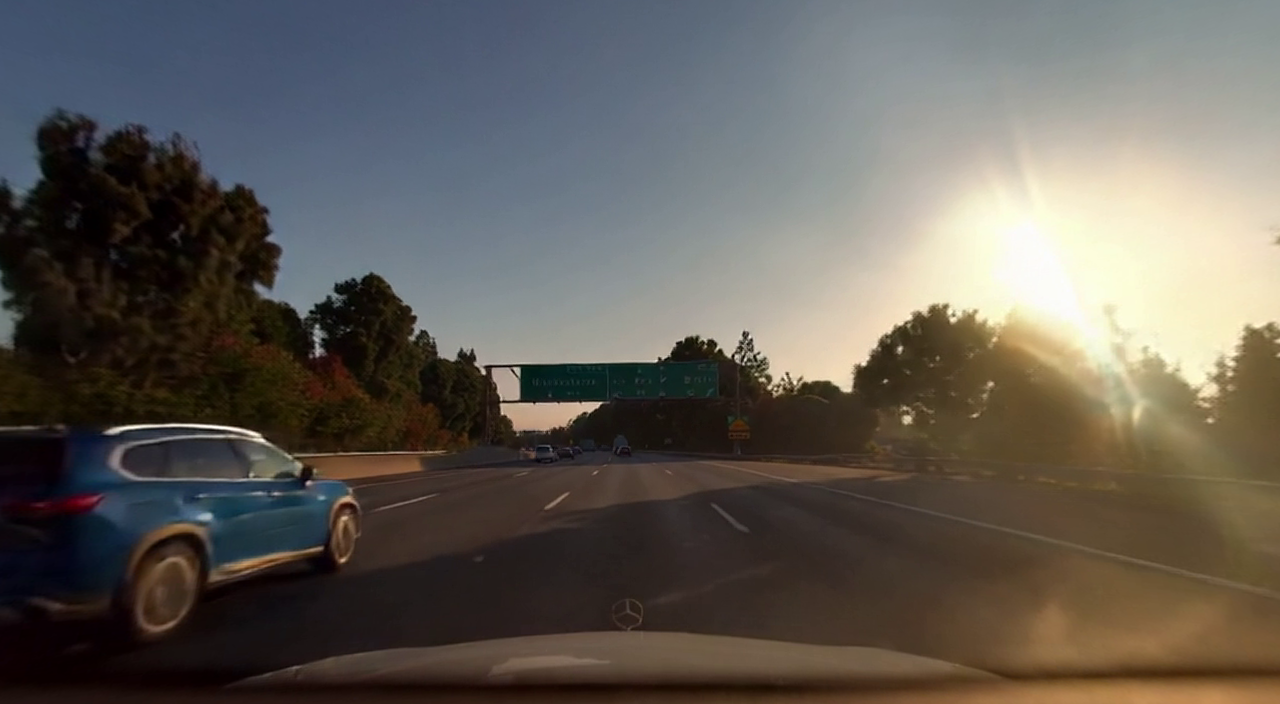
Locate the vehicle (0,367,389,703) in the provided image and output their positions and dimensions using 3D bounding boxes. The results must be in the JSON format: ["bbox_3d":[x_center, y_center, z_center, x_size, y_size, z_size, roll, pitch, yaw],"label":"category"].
[{"bbox_3d":[-4.105,1.256,5.195,2.162,1.724,4.537,0,-8,0],"label":"vehicle"}]
